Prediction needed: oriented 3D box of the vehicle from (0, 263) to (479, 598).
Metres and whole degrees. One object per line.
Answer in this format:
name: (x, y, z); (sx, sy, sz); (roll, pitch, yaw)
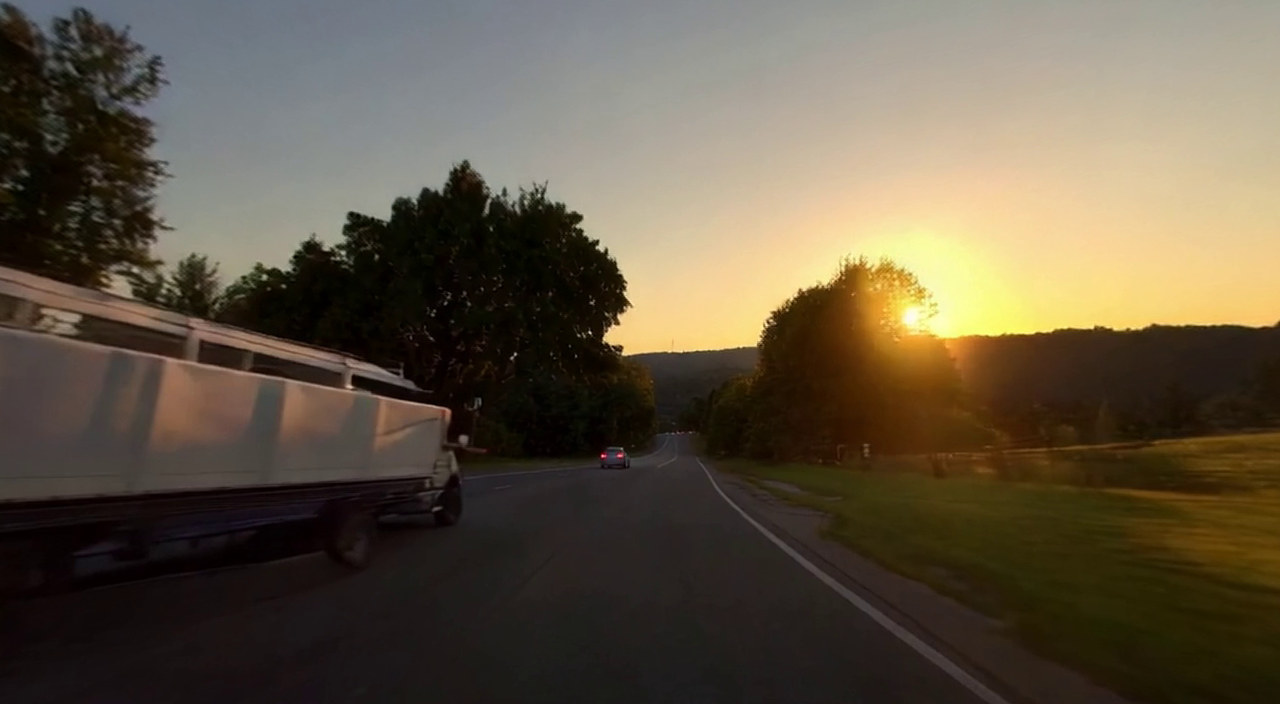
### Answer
vehicle: (-5.398, 1.332, 10.228); (2.757, 3.370, 7.606); (-1, -9, 6)

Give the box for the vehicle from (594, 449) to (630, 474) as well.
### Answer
vehicle: (-1.962, 7.812, 44.943); (2.106, 1.679, 3.908); (-1, -9, 5)
